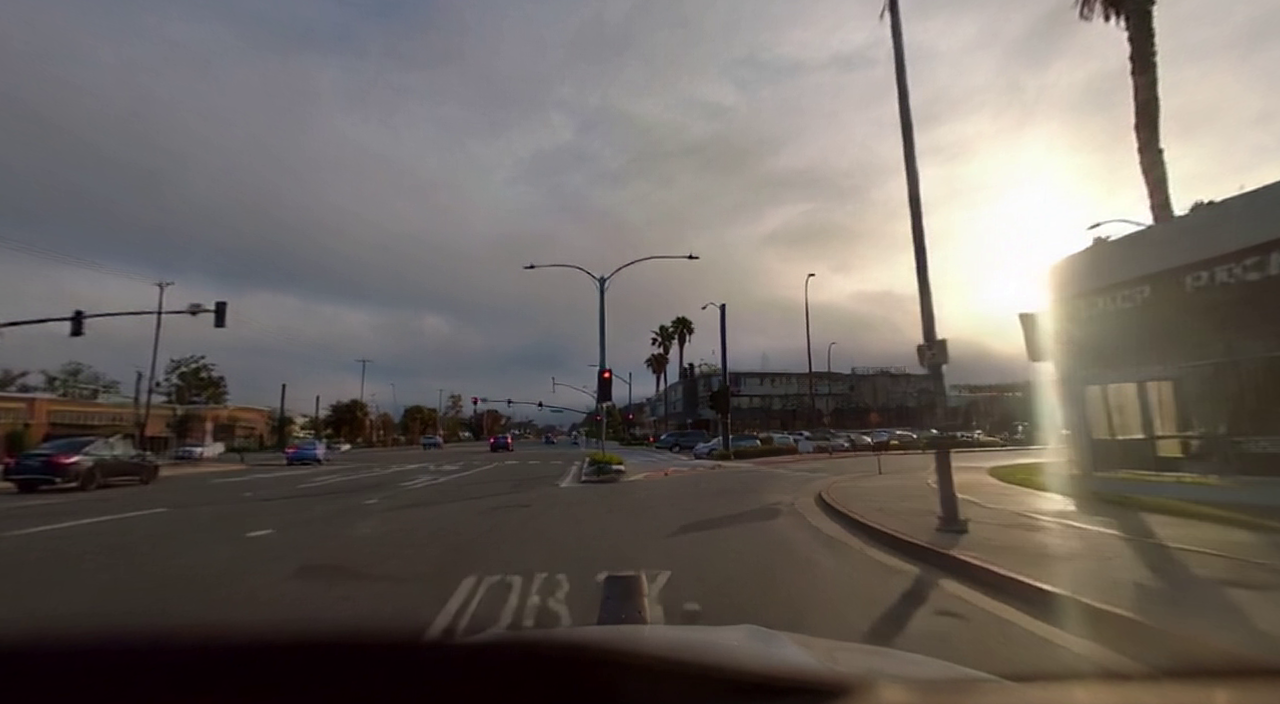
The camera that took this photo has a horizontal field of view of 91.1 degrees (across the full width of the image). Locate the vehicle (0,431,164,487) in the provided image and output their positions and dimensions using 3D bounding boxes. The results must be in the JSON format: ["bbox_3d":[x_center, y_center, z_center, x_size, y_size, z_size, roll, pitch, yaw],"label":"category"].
[{"bbox_3d":[-17.066,3.189,19.043,1.916,1.481,4.430,0,-8,-3],"label":"vehicle"}]

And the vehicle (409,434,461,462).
[{"bbox_3d":[-12.334,5.775,37.985,1.977,1.584,3.983,1,-9,-4],"label":"vehicle"}]

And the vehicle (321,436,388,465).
[{"bbox_3d":[-15.276,5.291,33.813,1.900,1.462,4.225,1,-9,-4],"label":"vehicle"}]

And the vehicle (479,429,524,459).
[{"bbox_3d":[-8.769,5.891,40.113,2.114,1.784,4.450,0,-8,-3],"label":"vehicle"}]

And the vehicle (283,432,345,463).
[{"bbox_3d":[-19.585,5.741,37.956,2.156,1.742,4.264,2,-9,-12],"label":"vehicle"}]
